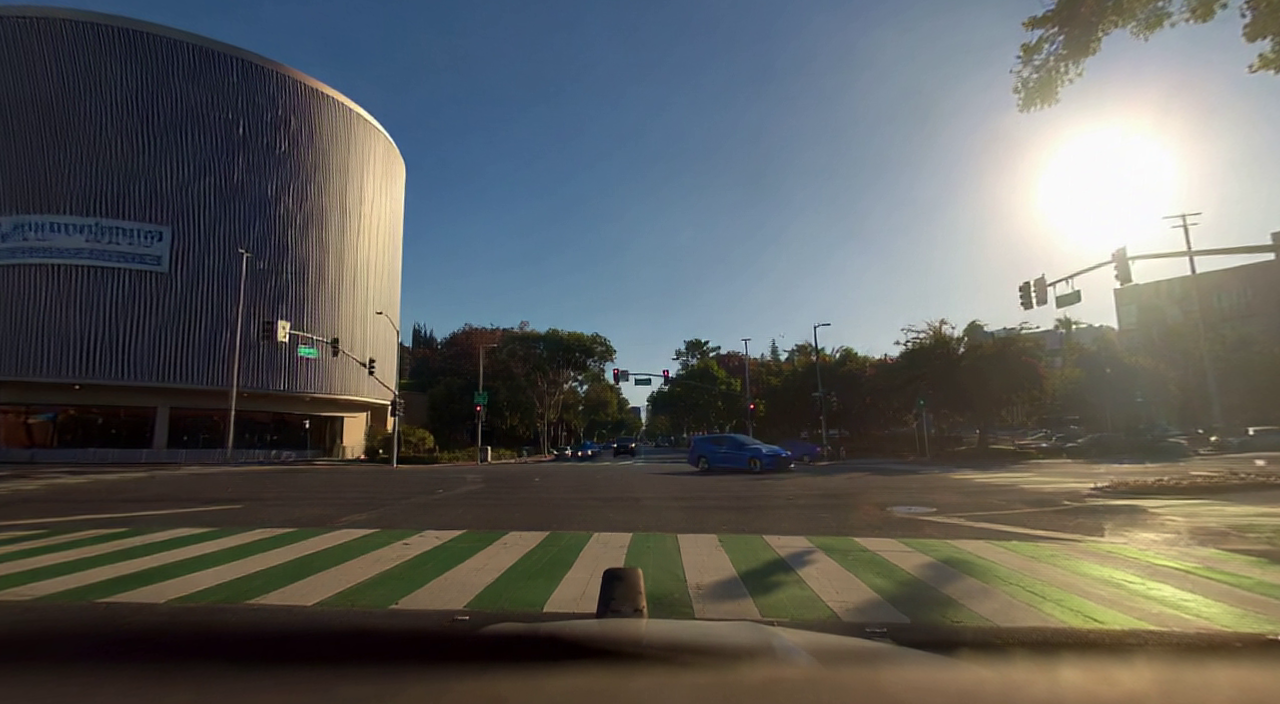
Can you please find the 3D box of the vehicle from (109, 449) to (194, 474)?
[{"bbox_3d":[-33.089,7.403,42.746,4.136,1.661,1.857,0,-8,1],"label":"vehicle"}]

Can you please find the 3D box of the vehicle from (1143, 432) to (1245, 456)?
[{"bbox_3d":[36.148,6.024,41.205,4.767,1.456,1.858,-1,-8,3],"label":"vehicle"}]

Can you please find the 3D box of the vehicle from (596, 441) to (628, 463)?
[{"bbox_3d":[-2.023,7.327,46.353,2.057,1.467,4.354,0,-8,1],"label":"vehicle"}]

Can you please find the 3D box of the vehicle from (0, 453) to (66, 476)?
[{"bbox_3d":[-41.676,7.633,42.757,3.698,1.467,1.779,0,-8,1],"label":"vehicle"}]

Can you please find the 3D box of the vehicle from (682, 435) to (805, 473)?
[{"bbox_3d":[4.312,4.311,26.917,2.280,1.454,4.836,7,-11,-40],"label":"vehicle"}]
